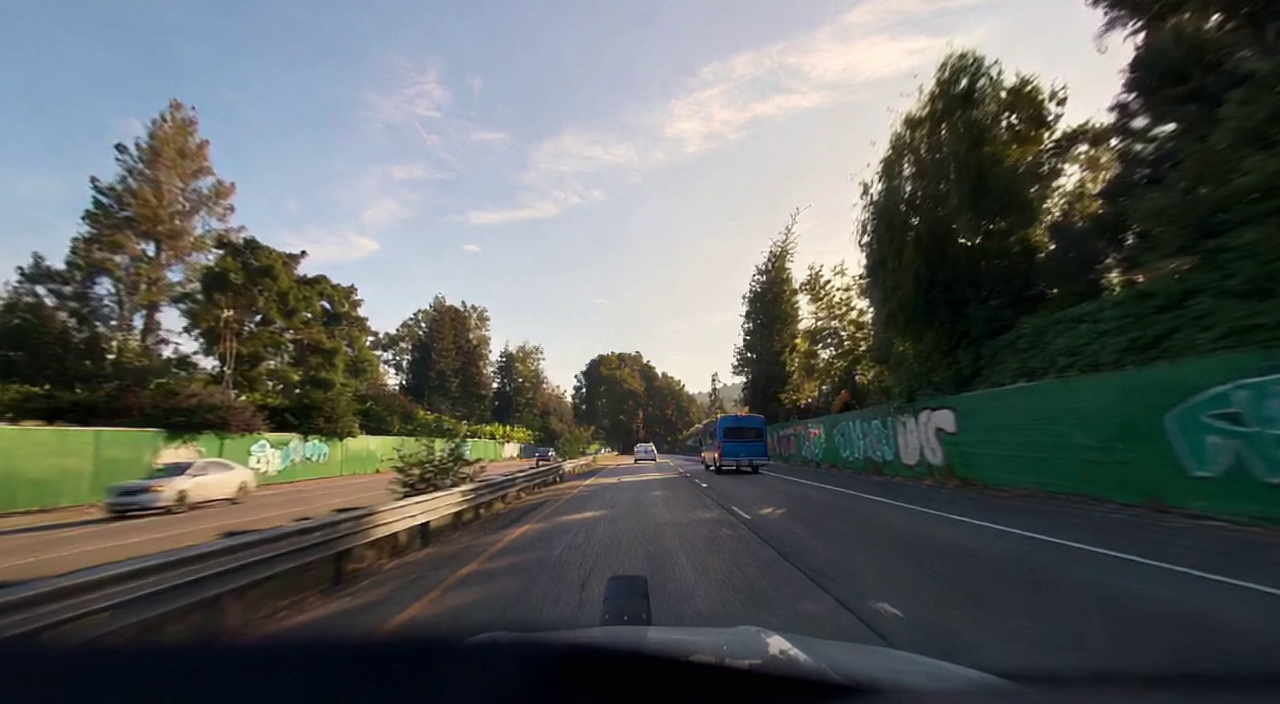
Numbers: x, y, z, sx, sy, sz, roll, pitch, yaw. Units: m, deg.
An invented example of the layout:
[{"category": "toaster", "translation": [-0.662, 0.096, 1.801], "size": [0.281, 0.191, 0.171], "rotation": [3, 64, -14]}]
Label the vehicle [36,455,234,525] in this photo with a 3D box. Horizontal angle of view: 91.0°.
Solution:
[{"category": "vehicle", "translation": [-13.382, 3.623, 17.086], "size": [1.888, 1.558, 4.129], "rotation": [0, -8, 1]}]

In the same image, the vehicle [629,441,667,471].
[{"category": "vehicle", "translation": [0.458, 5.916, 35.934], "size": [2.030, 1.572, 4.067], "rotation": [0, -8, 0]}]

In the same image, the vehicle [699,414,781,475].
[{"category": "vehicle", "translation": [4.727, 4.571, 31.124], "size": [2.712, 2.659, 6.992], "rotation": [0, -8, -2]}]
